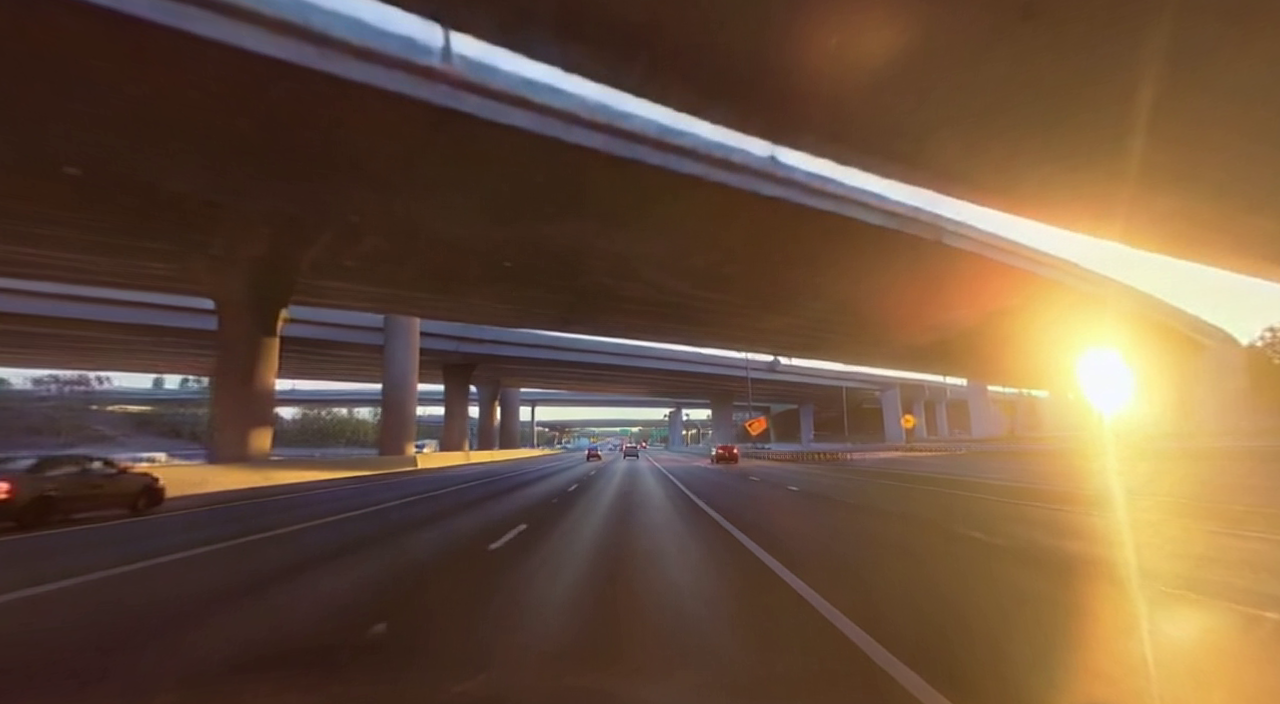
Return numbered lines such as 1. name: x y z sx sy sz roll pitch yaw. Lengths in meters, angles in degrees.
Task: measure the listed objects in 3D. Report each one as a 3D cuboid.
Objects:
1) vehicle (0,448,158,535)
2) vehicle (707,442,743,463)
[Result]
1. vehicle: -11.296 2.436 11.386 1.861 1.373 4.211 0 -8 0
2. vehicle: 6.626 7.914 49.809 2.075 1.611 4.421 0 -8 -2
